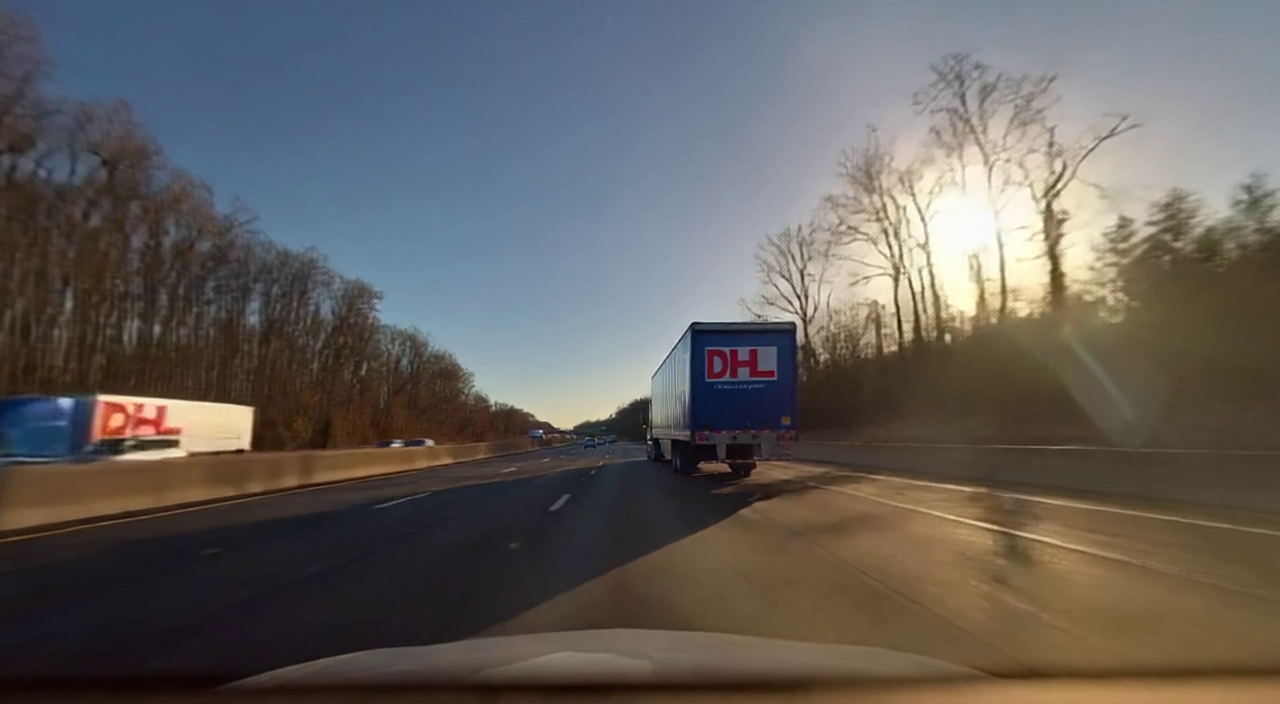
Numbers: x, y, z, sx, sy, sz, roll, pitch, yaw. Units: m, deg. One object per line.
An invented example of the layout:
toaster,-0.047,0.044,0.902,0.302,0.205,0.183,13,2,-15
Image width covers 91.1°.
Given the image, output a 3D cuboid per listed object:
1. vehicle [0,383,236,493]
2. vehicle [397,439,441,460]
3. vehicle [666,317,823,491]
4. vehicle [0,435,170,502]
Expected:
vehicle,-23.053,3.748,27.642,3.063,3.783,11.601,0,-8,-1
vehicle,-16.976,7.506,48.560,1.829,1.490,4.552,0,-8,-1
vehicle,2.696,1.814,19.662,3.011,4.211,8.926,0,-8,-2
vehicle,-16.367,3.221,18.049,2.030,1.655,4.893,0,-8,-1
